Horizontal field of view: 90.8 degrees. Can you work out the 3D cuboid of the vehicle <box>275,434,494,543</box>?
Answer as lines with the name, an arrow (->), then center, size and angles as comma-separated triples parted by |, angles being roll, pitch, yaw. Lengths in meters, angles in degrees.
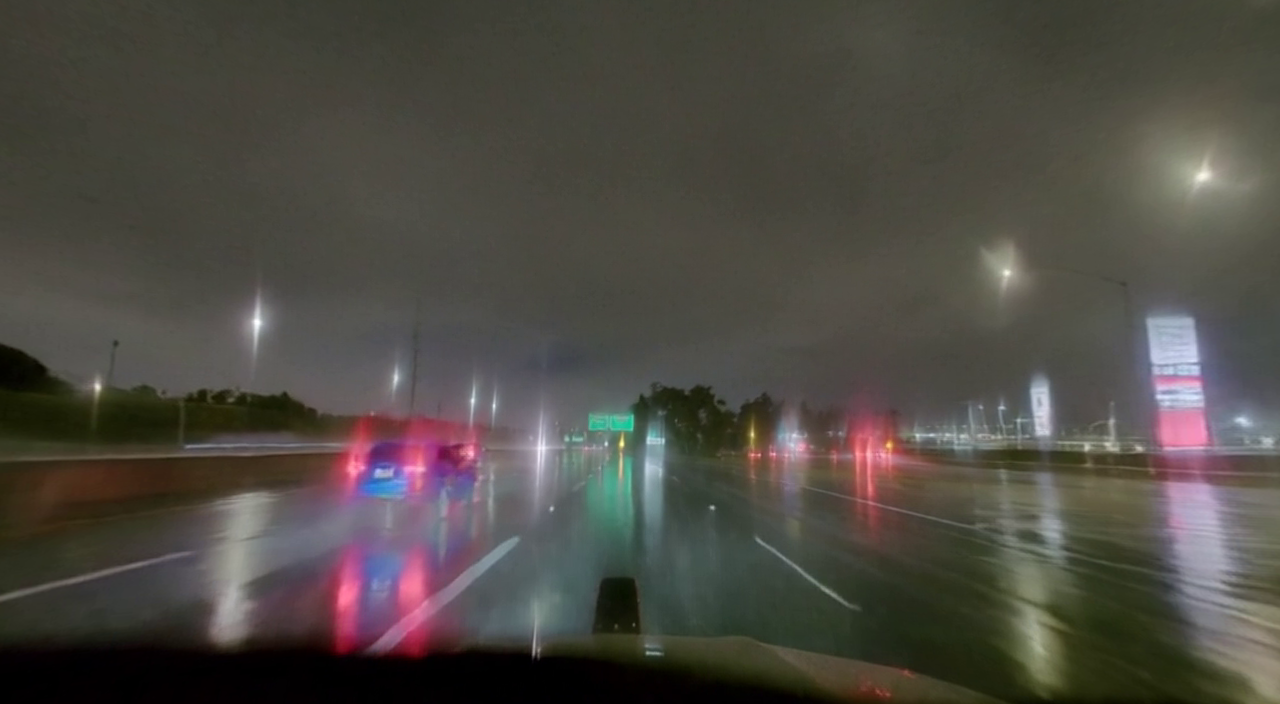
vehicle -> -4.123, 2.258, 11.158 | 2.050, 1.507, 4.316 | 0, -8, 0
